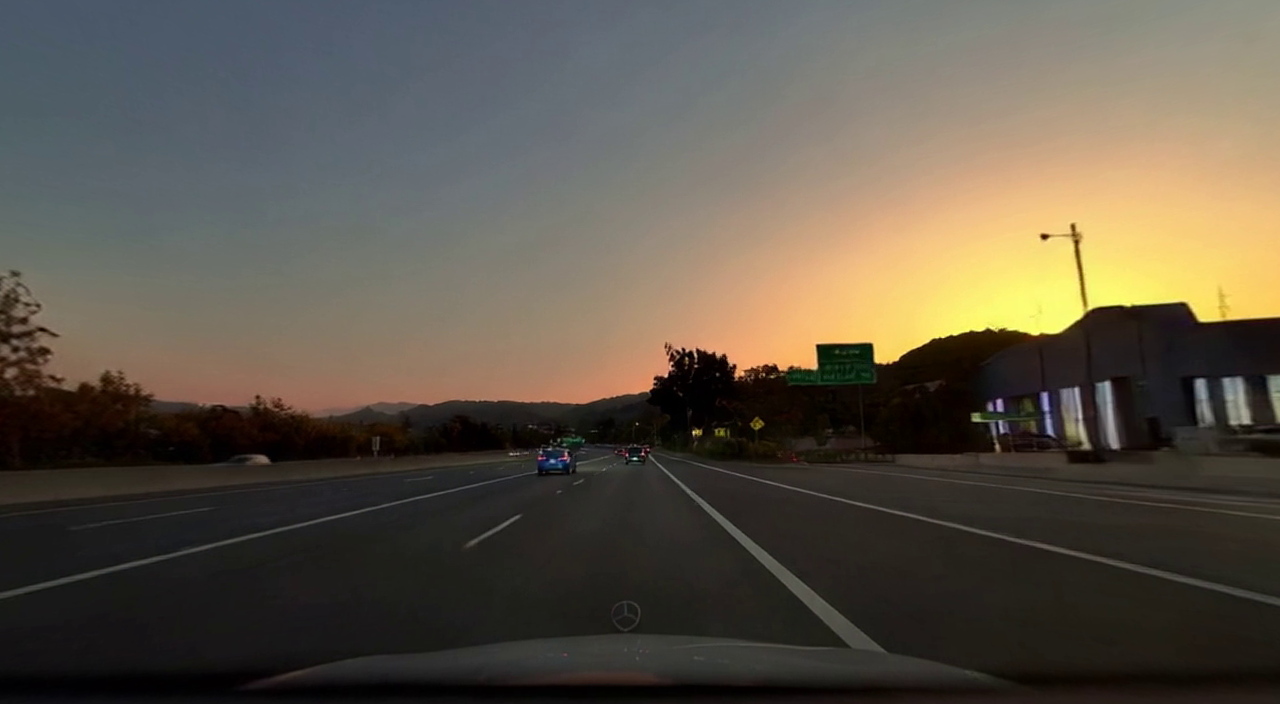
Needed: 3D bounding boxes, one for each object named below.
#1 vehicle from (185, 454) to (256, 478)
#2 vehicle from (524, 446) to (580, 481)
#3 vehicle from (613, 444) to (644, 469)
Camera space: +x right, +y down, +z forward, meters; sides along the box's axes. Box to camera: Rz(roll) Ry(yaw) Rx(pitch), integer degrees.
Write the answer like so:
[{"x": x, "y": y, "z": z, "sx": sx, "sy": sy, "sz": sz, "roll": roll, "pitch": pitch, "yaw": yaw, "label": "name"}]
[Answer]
[{"x": -29.967, "y": 8.136, "z": 45.141, "sx": 1.955, "sy": 1.593, "sz": 4.483, "roll": 0, "pitch": -9, "yaw": 0, "label": "vehicle"}, {"x": -4.267, "y": 5.485, "z": 31.268, "sx": 2.071, "sy": 1.553, "sz": 4.388, "roll": 0, "pitch": -9, "yaw": 1, "label": "vehicle"}, {"x": -0.779, "y": 7.596, "z": 45.790, "sx": 2.102, "sy": 1.692, "sz": 4.057, "roll": 0, "pitch": -9, "yaw": 1, "label": "vehicle"}]
